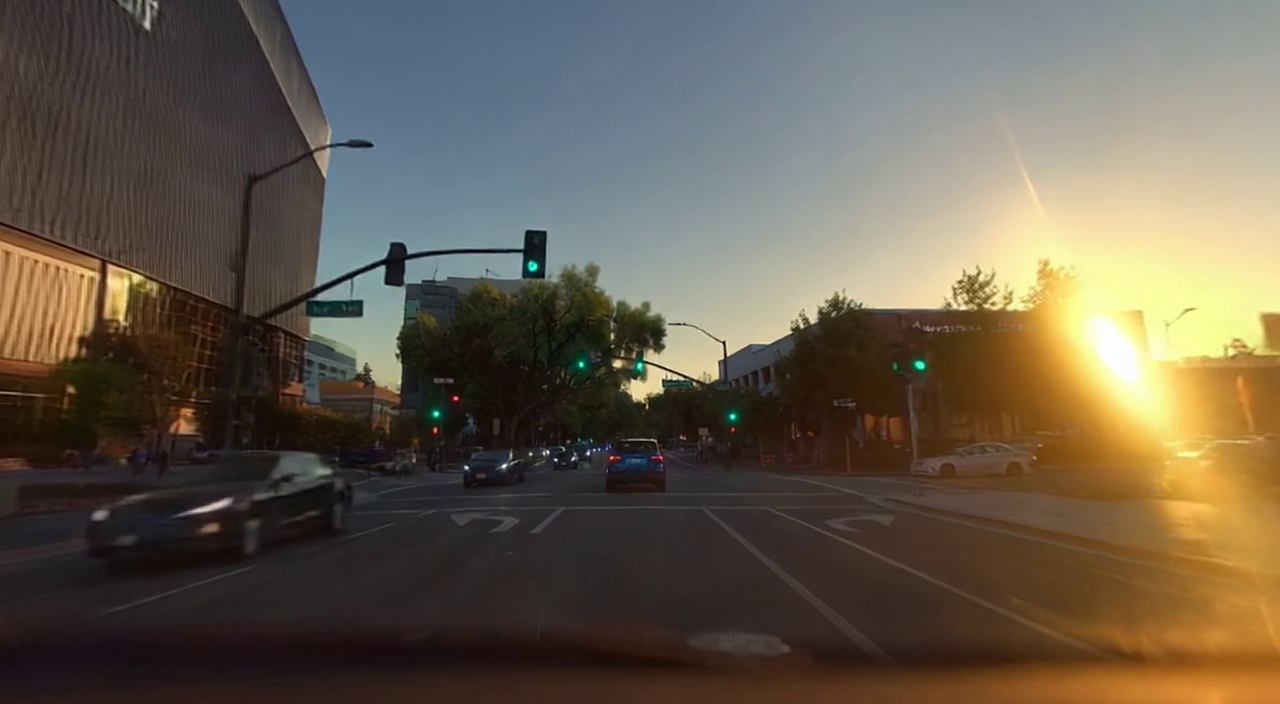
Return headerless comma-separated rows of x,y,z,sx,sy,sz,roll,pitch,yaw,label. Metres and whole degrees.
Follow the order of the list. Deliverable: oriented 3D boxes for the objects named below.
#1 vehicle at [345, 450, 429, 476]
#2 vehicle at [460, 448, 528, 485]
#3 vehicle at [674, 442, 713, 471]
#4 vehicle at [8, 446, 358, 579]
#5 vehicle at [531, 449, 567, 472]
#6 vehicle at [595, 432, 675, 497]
-16.128,7.052,40.398,4.588,1.582,1.980,6,-11,-33,vehicle
-6.377,5.050,28.142,1.934,1.476,4.457,0,-9,1,vehicle
3.679,7.259,44.159,2.113,1.869,5.322,0,-9,-2,vehicle
-6.134,2.138,9.344,1.908,1.475,4.337,0,-9,0,vehicle
-6.459,7.738,45.276,1.874,1.480,4.148,0,-9,0,vehicle
-0.172,3.413,19.468,2.183,1.765,4.059,0,-9,-1,vehicle
